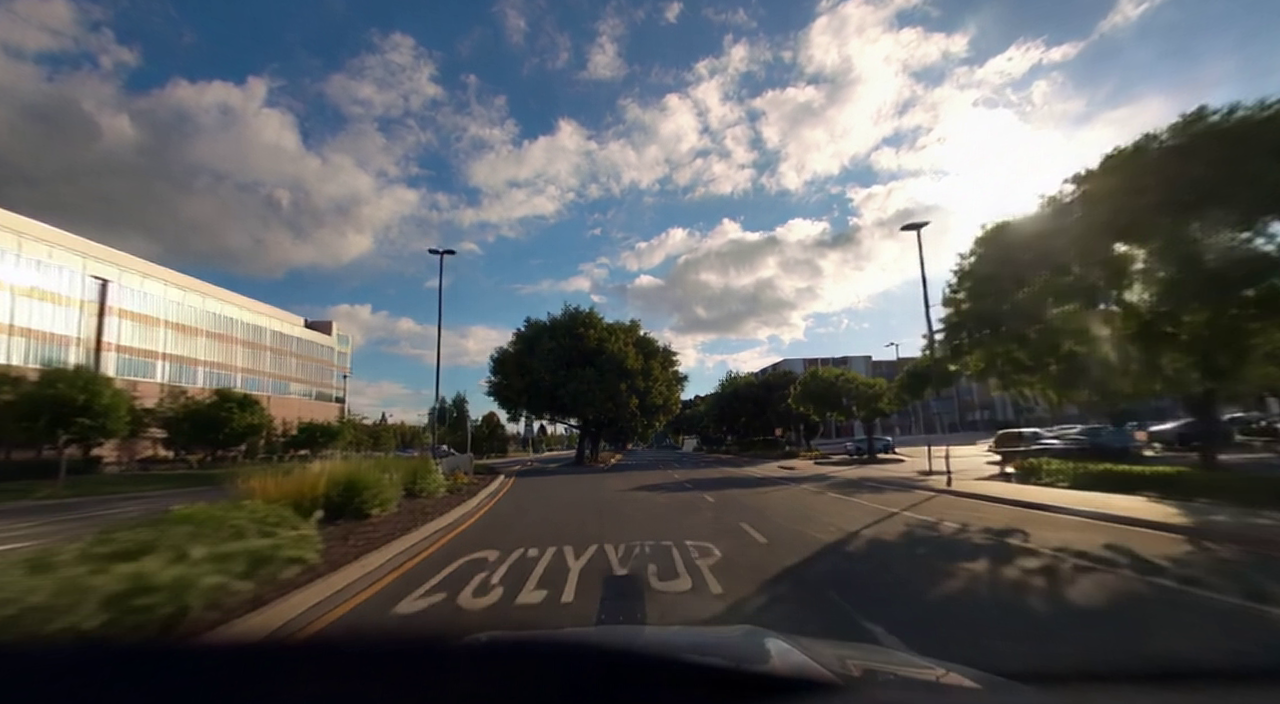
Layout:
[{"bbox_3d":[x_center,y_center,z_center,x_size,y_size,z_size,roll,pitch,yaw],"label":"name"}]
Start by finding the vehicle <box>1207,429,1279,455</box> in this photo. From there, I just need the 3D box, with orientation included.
[{"bbox_3d":[36.484,5.388,37.803,1.578,1.401,3.547,-3,-9,-2],"label":"vehicle"}]

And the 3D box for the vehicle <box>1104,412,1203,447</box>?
[{"bbox_3d":[31.257,4.819,38.651,2.007,1.782,4.355,-3,-10,-5],"label":"vehicle"}]

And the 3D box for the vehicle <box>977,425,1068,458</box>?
[{"bbox_3d":[22.886,5.391,38.053,2.133,1.853,5.009,0,-8,-3],"label":"vehicle"}]

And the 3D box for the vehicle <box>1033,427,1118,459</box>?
[{"bbox_3d":[25.780,5.408,37.598,1.874,1.808,4.159,0,-8,-3],"label":"vehicle"}]
